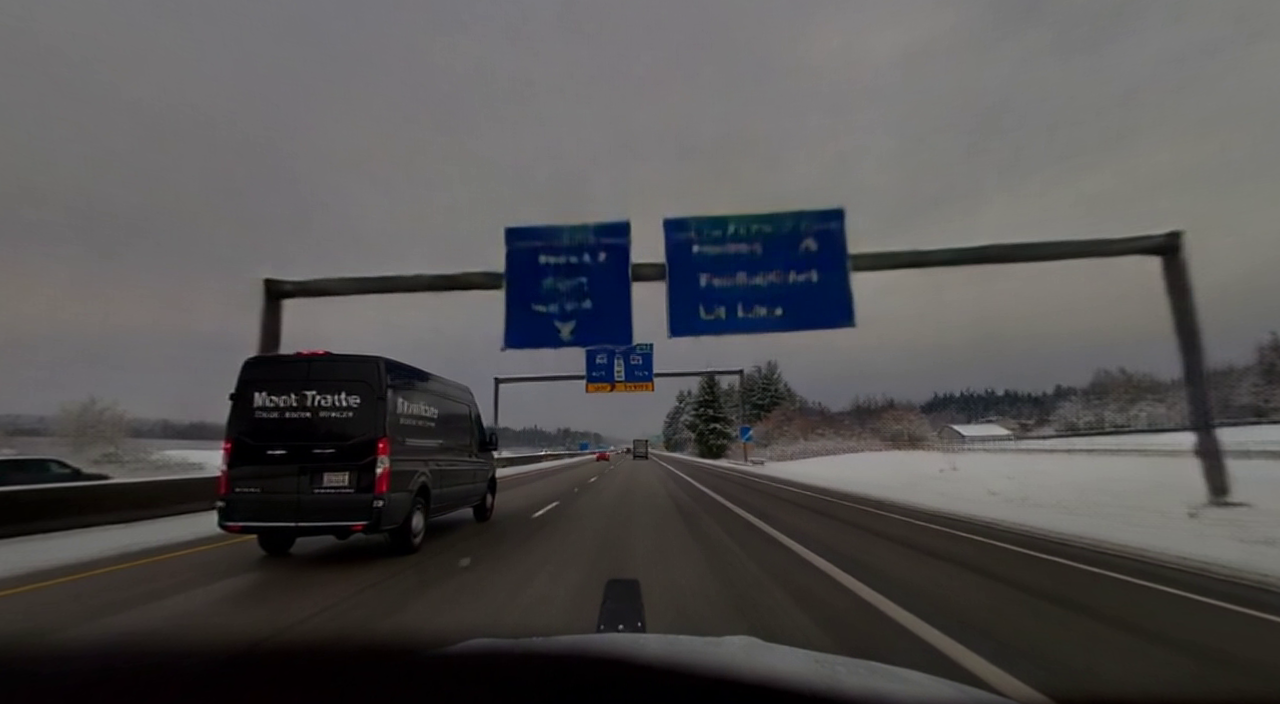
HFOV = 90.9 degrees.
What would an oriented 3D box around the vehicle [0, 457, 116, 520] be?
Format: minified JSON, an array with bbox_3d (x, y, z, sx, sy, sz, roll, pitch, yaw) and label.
[{"bbox_3d":[-16.468,3.506,16.393,1.840,1.455,4.357,0,-9,1],"label":"vehicle"}]

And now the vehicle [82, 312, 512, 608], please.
[{"bbox_3d":[-3.736,1.452,9.170,2.320,2.636,7.021,0,-9,0],"label":"vehicle"}]
